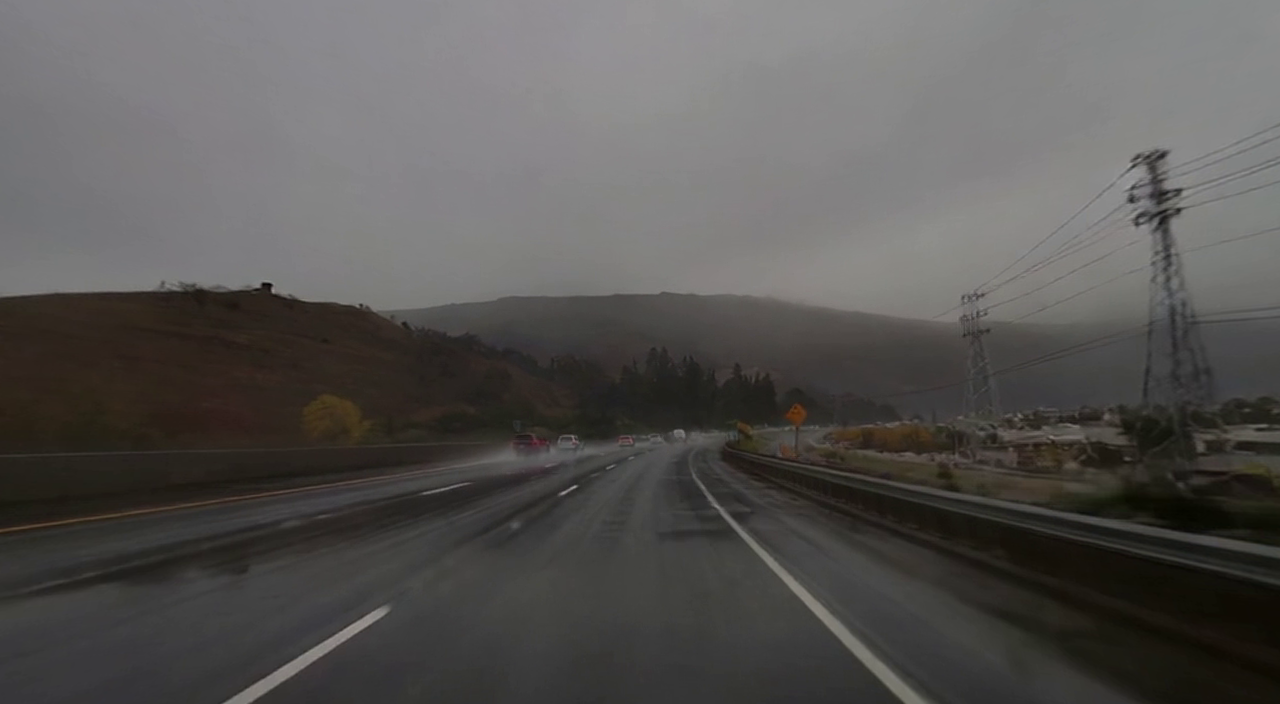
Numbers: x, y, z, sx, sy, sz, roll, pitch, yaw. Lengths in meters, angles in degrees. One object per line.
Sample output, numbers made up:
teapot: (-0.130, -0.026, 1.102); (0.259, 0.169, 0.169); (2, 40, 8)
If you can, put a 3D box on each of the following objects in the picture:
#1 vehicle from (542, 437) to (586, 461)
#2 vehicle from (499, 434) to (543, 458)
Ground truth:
vehicle: (-5.129, 6.623, 42.917); (2.010, 1.489, 4.456); (-1, -8, 5)
vehicle: (-8.826, 7.021, 46.912); (2.063, 1.743, 4.392); (-1, -8, 6)
